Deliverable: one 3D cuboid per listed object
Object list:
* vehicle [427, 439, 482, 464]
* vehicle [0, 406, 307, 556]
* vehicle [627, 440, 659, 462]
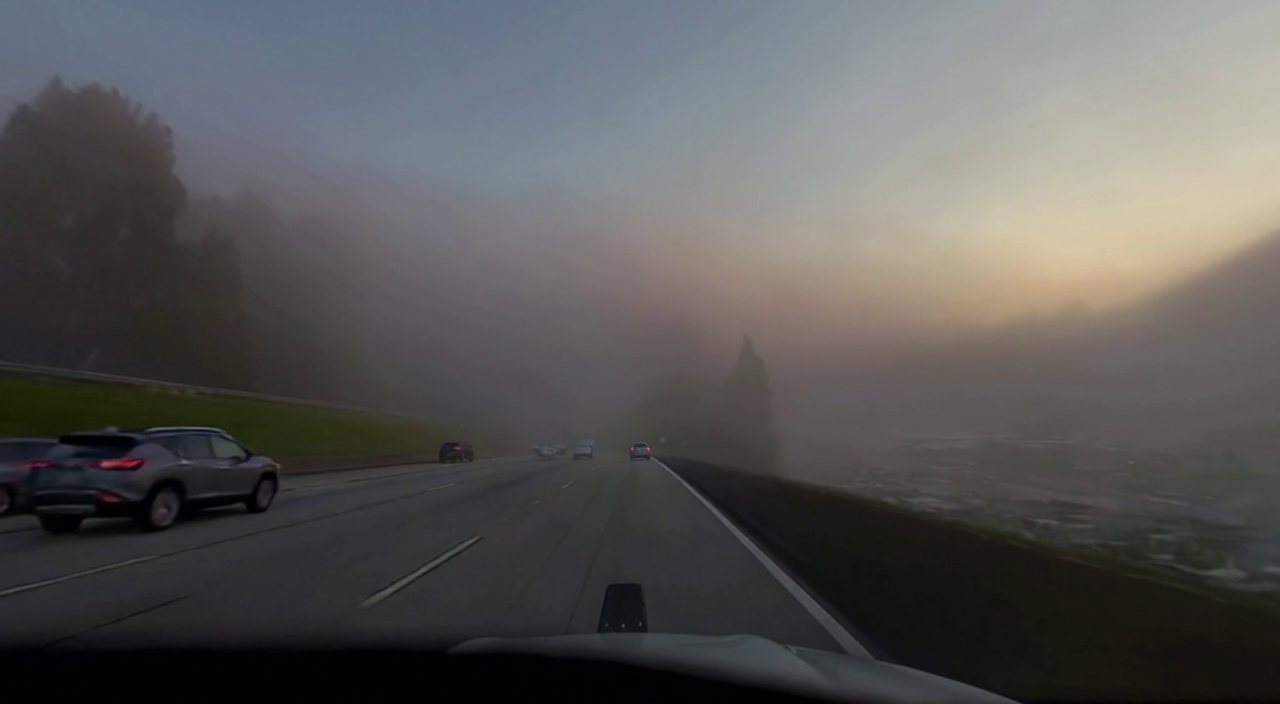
[{"bbox_3d":[-11.837,6.395,40.401,2.056,1.489,4.852,0,-8,0],"label":"vehicle"},{"bbox_3d":[-7.713,1.846,9.788,2.238,1.712,5.000,0,-8,1],"label":"vehicle"},{"bbox_3d":[0.178,6.923,44.237,2.060,1.465,3.974,0,-8,-2],"label":"vehicle"}]
